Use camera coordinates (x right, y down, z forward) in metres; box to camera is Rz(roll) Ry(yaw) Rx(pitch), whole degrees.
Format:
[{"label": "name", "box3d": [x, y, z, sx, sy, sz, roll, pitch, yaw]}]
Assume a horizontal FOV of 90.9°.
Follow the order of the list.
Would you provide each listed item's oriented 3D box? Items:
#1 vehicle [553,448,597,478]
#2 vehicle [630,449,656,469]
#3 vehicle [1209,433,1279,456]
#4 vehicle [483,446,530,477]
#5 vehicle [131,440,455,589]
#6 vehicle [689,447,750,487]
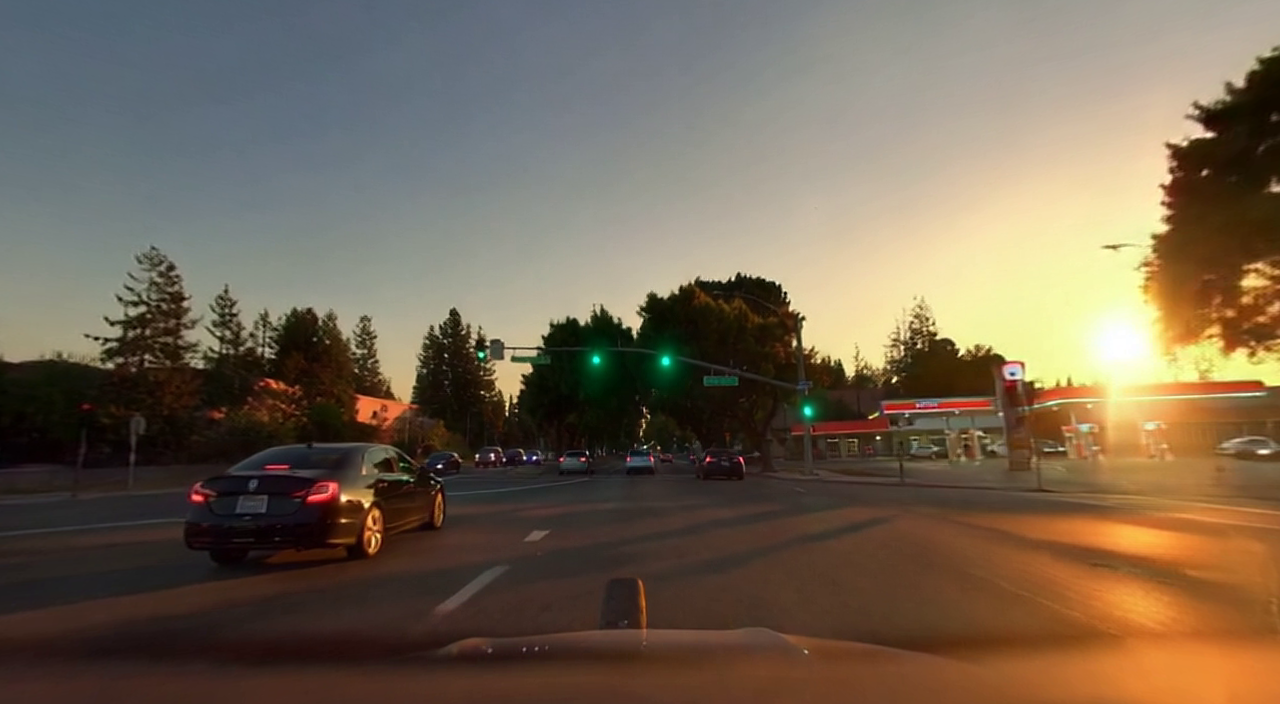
[{"label": "vehicle", "box3d": [-3.447, 5.971, 34.167, 1.841, 1.474, 4.038, 0, -8, 1]}, {"label": "vehicle", "box3d": [0.216, 8.321, 49.139, 1.934, 1.470, 3.988, 0, -8, -1]}, {"label": "vehicle", "box3d": [41.037, 6.197, 42.069, 1.812, 1.427, 4.632, 0, -8, 1]}, {"label": "vehicle", "box3d": [-8.350, 6.860, 39.750, 1.922, 1.660, 4.332, -2, -8, 1]}, {"label": "vehicle", "box3d": [-4.142, 1.951, 8.579, 1.803, 1.463, 4.422, 0, -8, 1]}, {"label": "vehicle", "box3d": [3.131, 4.596, 25.523, 1.883, 1.465, 3.975, 0, -8, -1]}]
